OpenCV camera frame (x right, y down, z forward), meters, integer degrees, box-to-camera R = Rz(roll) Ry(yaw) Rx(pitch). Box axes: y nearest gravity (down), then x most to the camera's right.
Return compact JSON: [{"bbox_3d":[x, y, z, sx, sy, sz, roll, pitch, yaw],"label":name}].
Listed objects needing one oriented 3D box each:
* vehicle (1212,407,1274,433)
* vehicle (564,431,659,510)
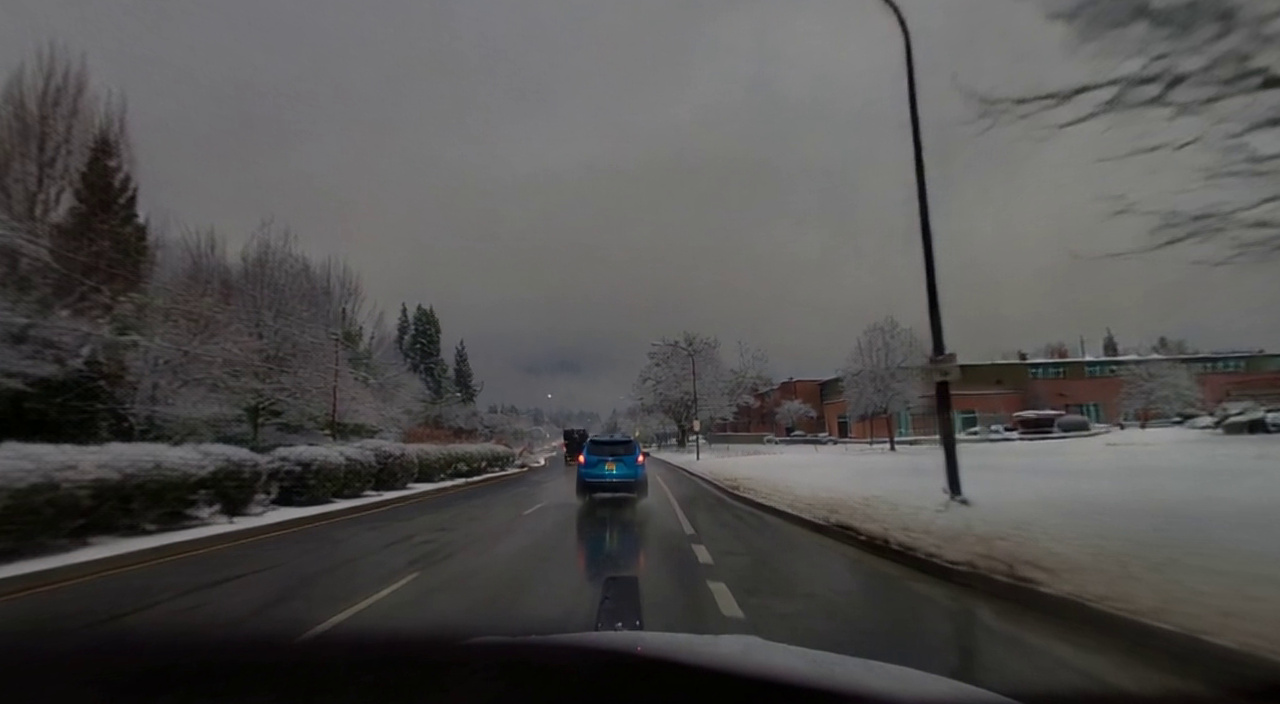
[{"bbox_3d":[42.978,4.907,45.130,2.042,1.634,4.326,-4,-9,29],"label":"vehicle"},{"bbox_3d":[-0.659,2.975,16.363,2.131,1.761,4.242,0,-8,0],"label":"vehicle"}]
